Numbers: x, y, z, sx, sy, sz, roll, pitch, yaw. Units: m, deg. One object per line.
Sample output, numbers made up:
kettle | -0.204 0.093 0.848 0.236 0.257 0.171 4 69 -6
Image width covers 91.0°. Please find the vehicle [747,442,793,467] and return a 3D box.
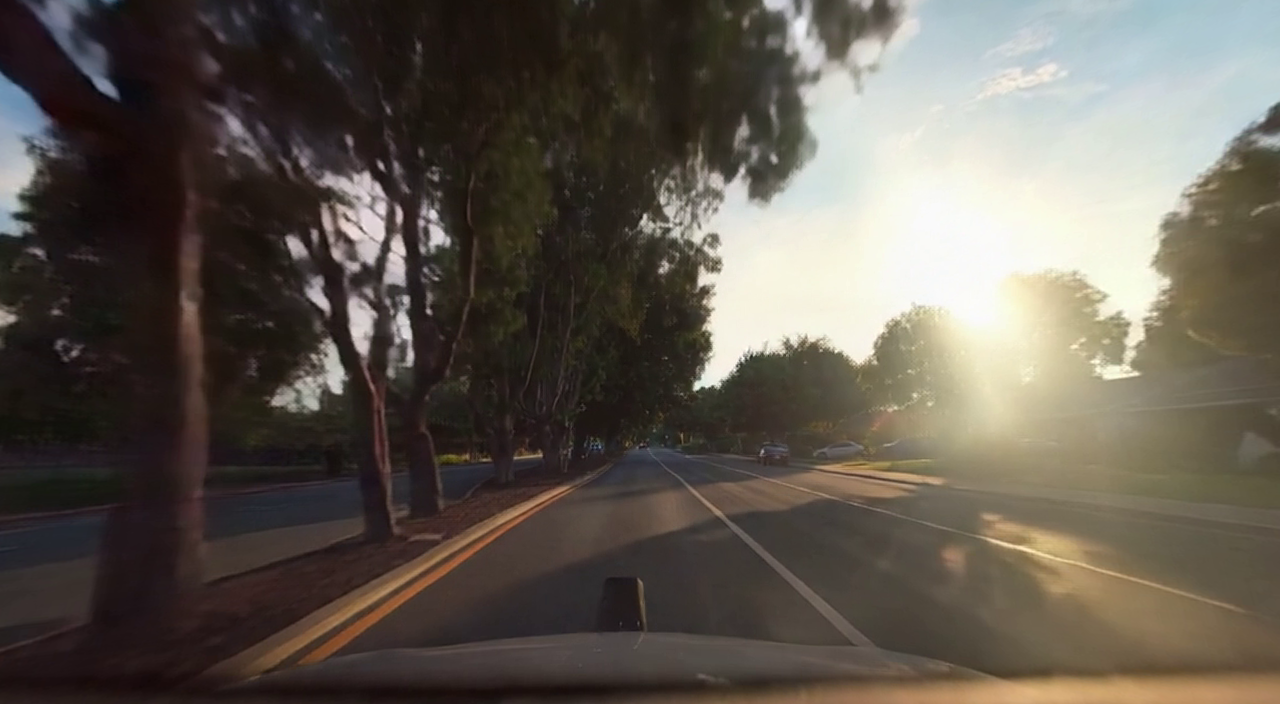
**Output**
vehicle | 8.456 6.691 41.370 1.940 1.516 4.319 0 -9 -3
